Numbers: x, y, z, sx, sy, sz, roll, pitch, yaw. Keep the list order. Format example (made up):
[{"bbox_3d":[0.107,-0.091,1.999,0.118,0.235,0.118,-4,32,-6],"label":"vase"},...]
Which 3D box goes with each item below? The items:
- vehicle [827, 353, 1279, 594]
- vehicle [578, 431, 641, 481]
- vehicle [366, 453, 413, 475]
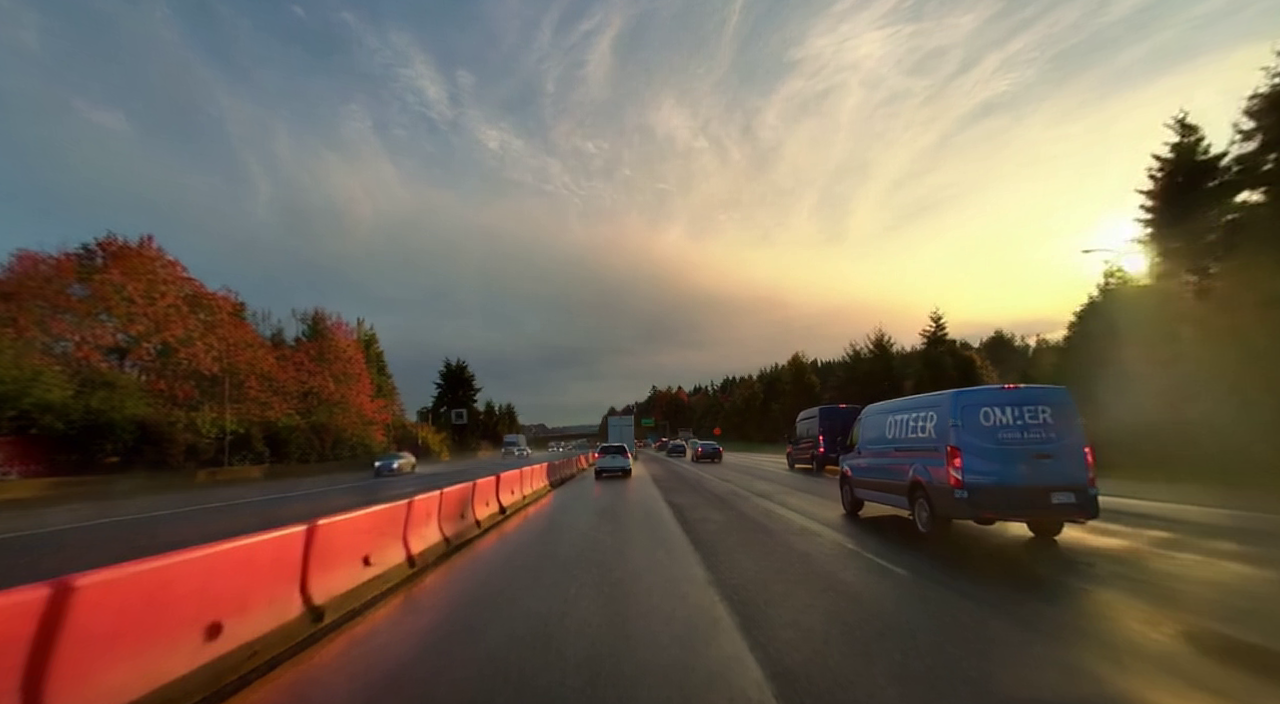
[{"bbox_3d":[4.342,1.367,7.908,2.223,2.008,5.121,0,-8,-2],"label":"vehicle"},{"bbox_3d":[-1.066,3.728,22.784,2.100,1.636,3.620,0,-8,-2],"label":"vehicle"},{"bbox_3d":[-19.123,8.553,48.273,1.811,1.456,4.313,0,-8,0],"label":"vehicle"}]
